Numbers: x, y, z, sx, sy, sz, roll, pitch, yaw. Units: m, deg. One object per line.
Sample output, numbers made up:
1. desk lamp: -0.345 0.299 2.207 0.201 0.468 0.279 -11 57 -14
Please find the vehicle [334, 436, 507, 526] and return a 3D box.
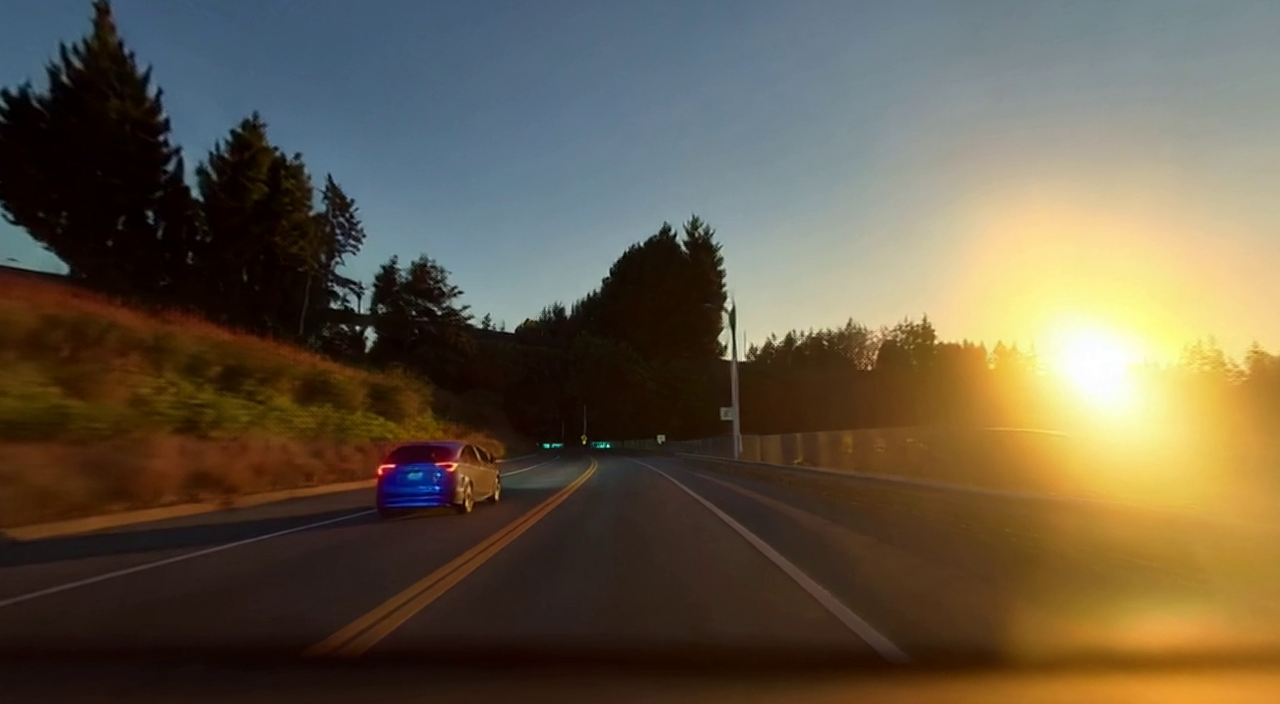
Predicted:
1. vehicle: -4.202 2.530 12.975 1.968 1.503 4.443 0 -8 0
